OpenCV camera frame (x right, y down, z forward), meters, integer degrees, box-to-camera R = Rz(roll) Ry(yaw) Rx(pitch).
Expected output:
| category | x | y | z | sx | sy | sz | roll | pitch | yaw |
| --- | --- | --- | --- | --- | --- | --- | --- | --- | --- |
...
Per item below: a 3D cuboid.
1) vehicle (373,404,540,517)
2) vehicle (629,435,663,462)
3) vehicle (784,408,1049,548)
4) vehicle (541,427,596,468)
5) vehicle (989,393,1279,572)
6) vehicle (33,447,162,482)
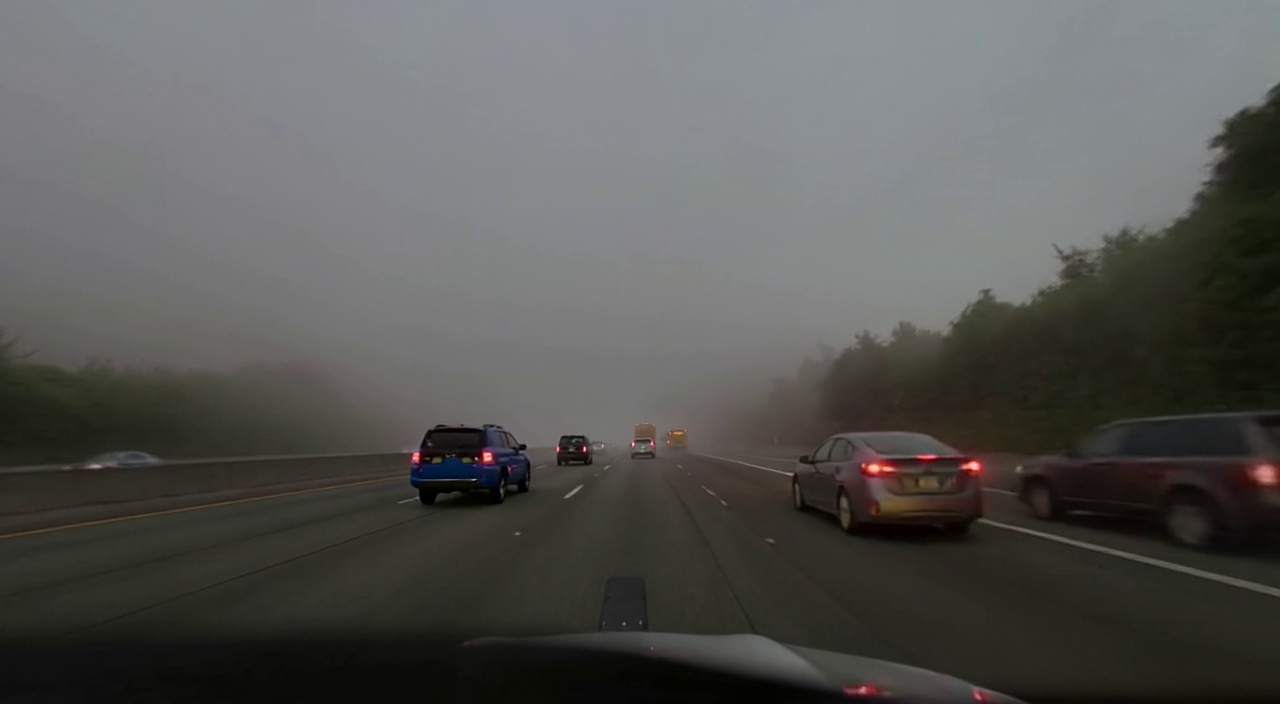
| category | x | y | z | sx | sy | sz | roll | pitch | yaw |
| --- | --- | --- | --- | --- | --- | --- | --- | --- | --- |
| vehicle | -3.489 | 2.177 | 13.034 | 2.016 | 1.898 | 4.458 | -1 | -8 | 1 |
| vehicle | 0.338 | 6.077 | 39.856 | 2.042 | 1.632 | 3.654 | 0 | -8 | 0 |
| vehicle | 3.864 | 1.854 | 9.976 | 2.050 | 1.661 | 4.636 | 0 | -8 | 0 |
| vehicle | -3.446 | 4.741 | 31.311 | 2.155 | 1.843 | 4.567 | 0 | -8 | 0 |
| vehicle | 7.674 | 1.699 | 8.988 | 2.191 | 1.807 | 5.692 | 0 | -8 | 1 |
| vehicle | -26.973 | 5.577 | 31.610 | 2.280 | 1.528 | 4.692 | 0 | -8 | 0 |
